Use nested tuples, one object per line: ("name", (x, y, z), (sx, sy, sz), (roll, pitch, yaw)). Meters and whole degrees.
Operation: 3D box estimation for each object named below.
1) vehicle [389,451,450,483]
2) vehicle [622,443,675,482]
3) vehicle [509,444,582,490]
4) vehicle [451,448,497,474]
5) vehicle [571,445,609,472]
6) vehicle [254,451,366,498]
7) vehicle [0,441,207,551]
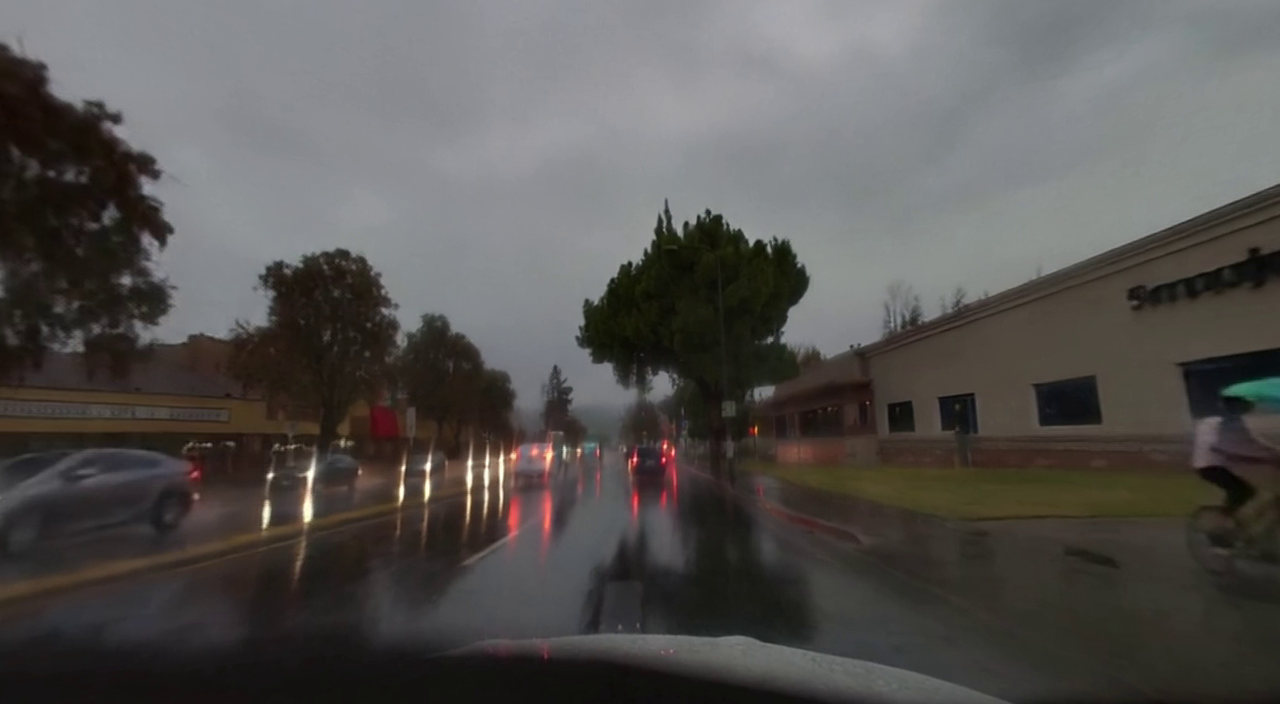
("vehicle", (-12.808, 6.668, 36.986), (1.936, 1.656, 4.284), (-2, -9, 2))
("vehicle", (0.281, 4.670, 26.853), (2.085, 1.475, 3.976), (0, -9, -2))
("vehicle", (-3.289, 4.083, 22.771), (1.921, 1.477, 4.083), (-1, -9, 1))
("vehicle", (-12.301, 8.102, 47.122), (1.999, 1.755, 4.518), (-1, -9, 3))
("vehicle", (-2.983, 6.483, 38.587), (1.887, 1.517, 4.254), (-1, -9, 2))
("vehicle", (-13.946, 5.175, 27.102), (2.050, 1.786, 4.633), (-1, -9, 3))
("vehicle", (-10.914, 2.570, 11.887), (2.175, 1.684, 4.475), (-1, -9, 3))
